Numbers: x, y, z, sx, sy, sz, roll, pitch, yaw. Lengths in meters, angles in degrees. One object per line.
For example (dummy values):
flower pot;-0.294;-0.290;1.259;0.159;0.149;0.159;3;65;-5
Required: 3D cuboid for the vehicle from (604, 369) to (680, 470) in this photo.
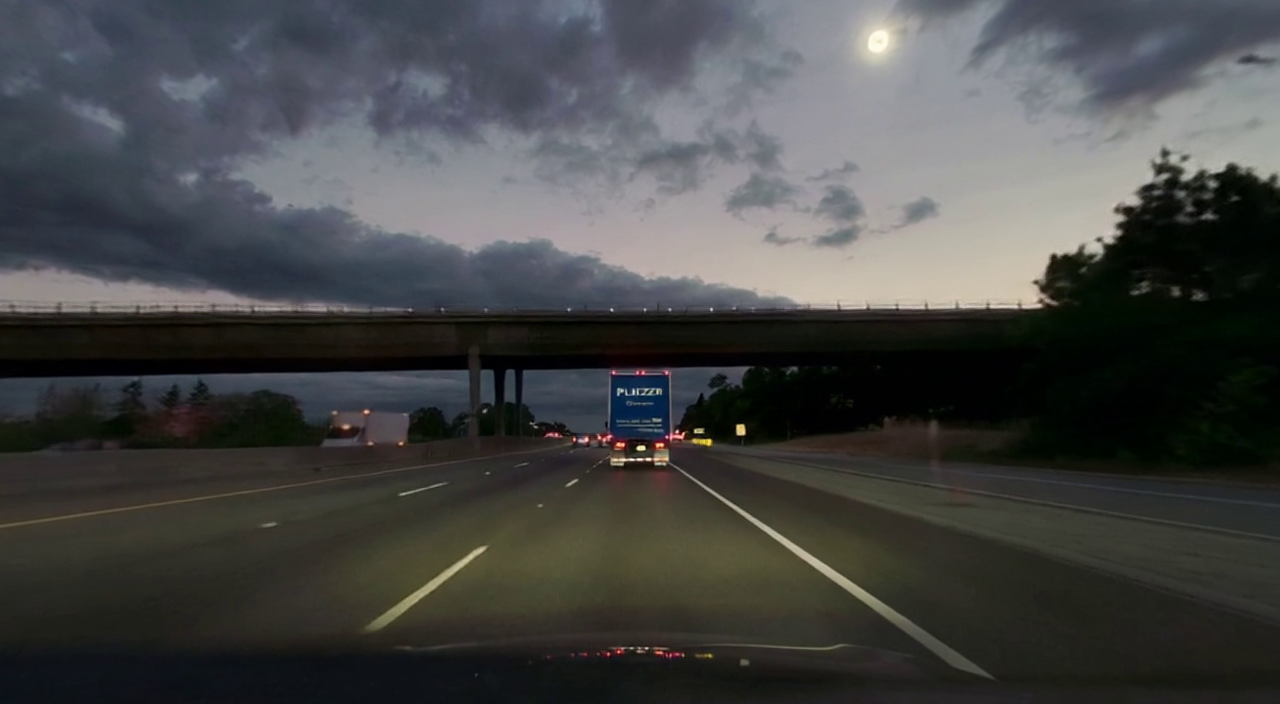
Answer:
vehicle;-0.046;3.422;30.597;2.926;3.959;11.818;0;-8;-1
